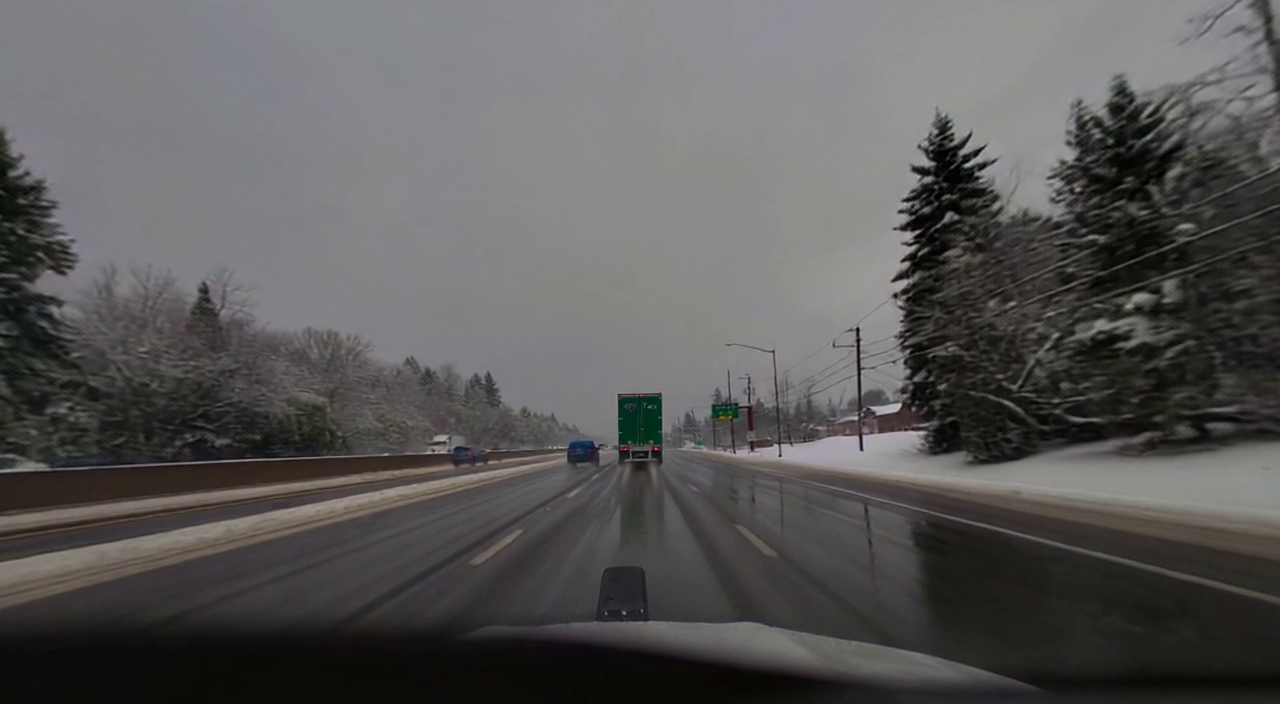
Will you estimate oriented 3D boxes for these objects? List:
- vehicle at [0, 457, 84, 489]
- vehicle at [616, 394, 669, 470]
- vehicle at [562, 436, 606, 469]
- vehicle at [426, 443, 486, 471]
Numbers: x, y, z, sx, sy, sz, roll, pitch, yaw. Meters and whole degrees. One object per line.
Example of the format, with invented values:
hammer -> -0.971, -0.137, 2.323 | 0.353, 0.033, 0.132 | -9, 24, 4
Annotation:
vehicle -> -31.687, 6.147, 32.305 | 2.124, 1.463, 4.754 | 0, -8, -1
vehicle -> 0.193, 5.297, 40.856 | 2.879, 4.085, 13.125 | 0, -8, 0
vehicle -> -3.422, 6.268, 39.727 | 2.293, 1.923, 5.141 | 0, -8, 0
vehicle -> -10.632, 6.085, 36.900 | 2.012, 1.509, 4.789 | 0, -8, 1
